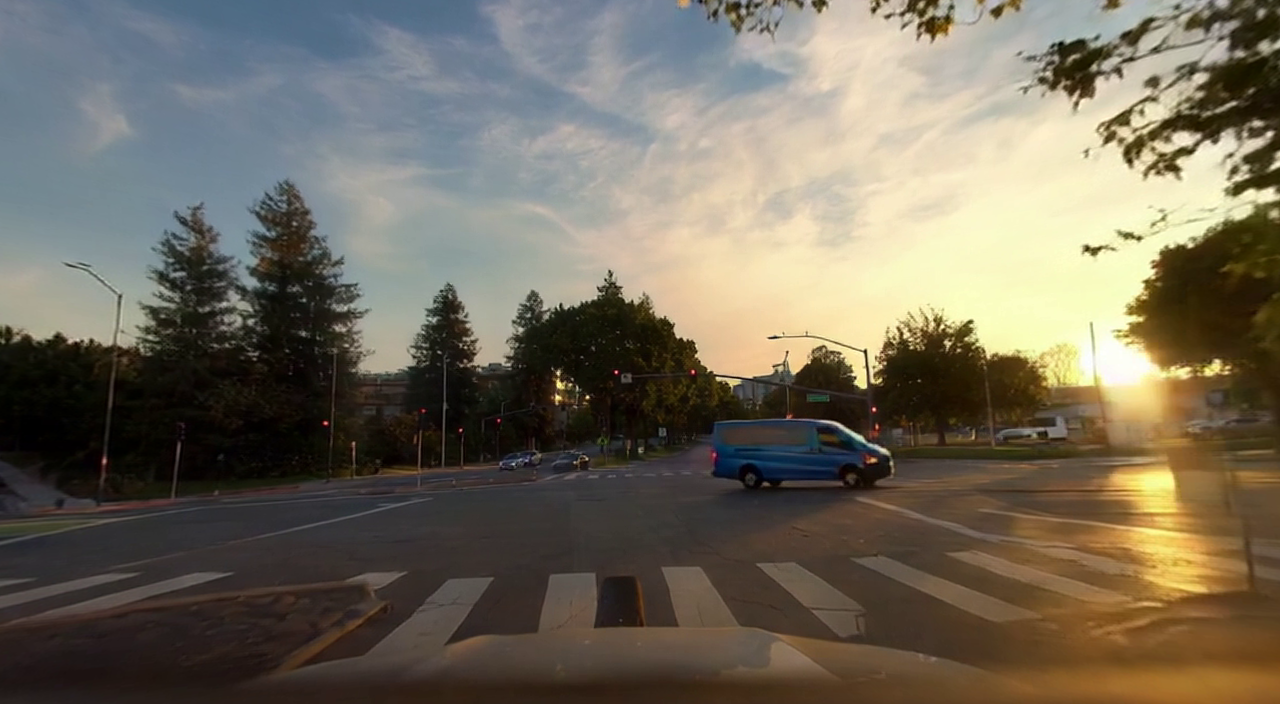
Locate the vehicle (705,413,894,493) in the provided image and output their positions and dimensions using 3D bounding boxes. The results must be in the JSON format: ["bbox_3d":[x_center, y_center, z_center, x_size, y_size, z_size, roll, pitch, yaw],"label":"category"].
[{"bbox_3d":[5.416,3.463,21.947,5.791,2.404,2.465,-6,-10,34],"label":"vehicle"}]
